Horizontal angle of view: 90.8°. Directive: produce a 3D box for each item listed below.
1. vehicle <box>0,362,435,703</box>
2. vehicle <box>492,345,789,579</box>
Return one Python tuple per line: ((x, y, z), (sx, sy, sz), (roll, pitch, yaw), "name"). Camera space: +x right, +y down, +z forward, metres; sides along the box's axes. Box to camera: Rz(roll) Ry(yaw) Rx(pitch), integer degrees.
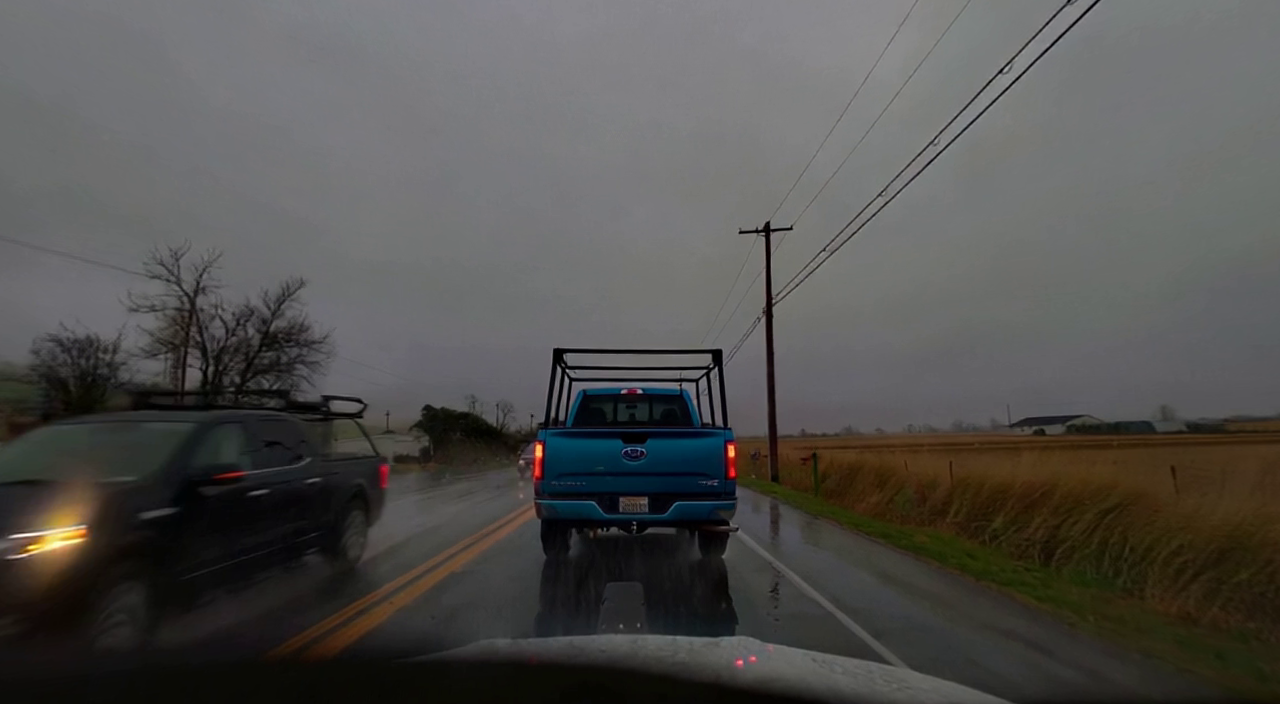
((-3.726, 1.269, 5.477), (2.278, 1.745, 4.766), (0, -8, 0), "vehicle")
((-0.073, 1.615, 9.981), (2.912, 2.320, 7.292), (0, -8, -1), "vehicle")
